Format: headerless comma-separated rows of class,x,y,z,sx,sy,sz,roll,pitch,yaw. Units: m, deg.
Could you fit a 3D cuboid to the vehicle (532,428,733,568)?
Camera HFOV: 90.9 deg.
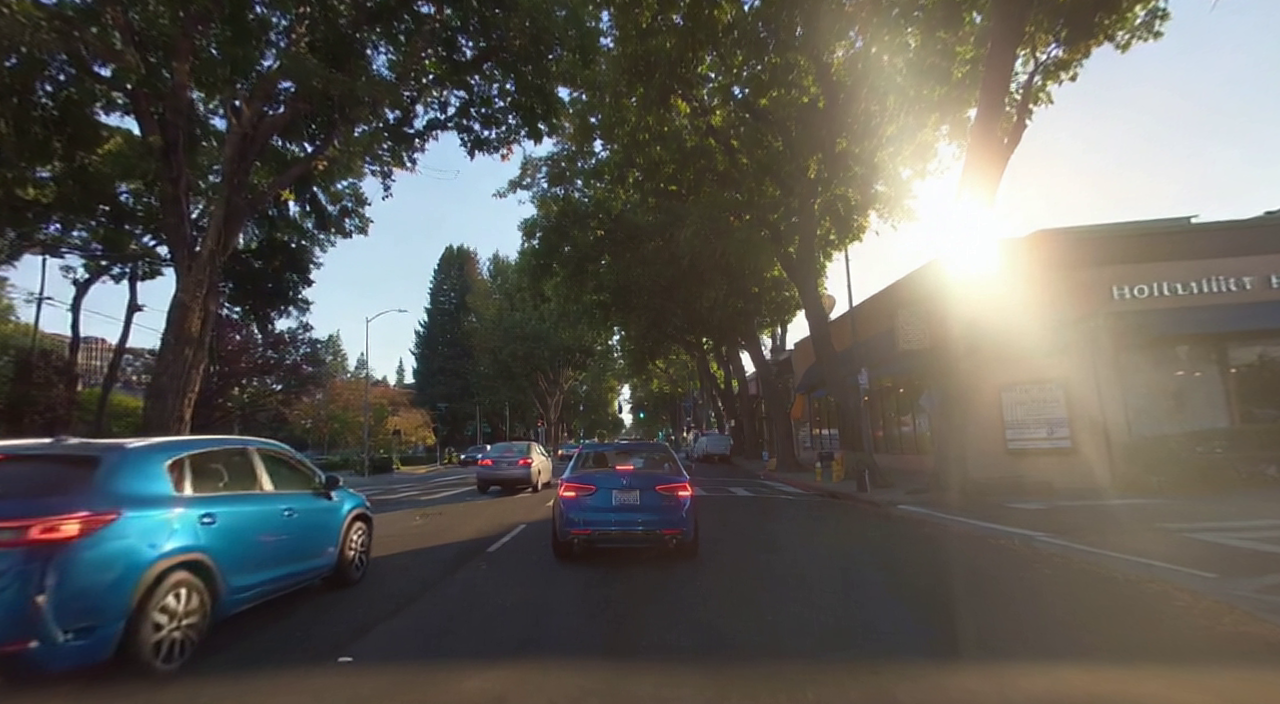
vehicle,-0.087,1.883,8.863,2.160,1.482,4.037,0,-9,0

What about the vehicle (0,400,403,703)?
vehicle,-3.448,1.228,4.445,1.905,1.473,4.016,0,-9,1

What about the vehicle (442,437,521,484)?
vehicle,-6.186,4.266,25.167,2.095,1.682,4.371,0,-9,-1
